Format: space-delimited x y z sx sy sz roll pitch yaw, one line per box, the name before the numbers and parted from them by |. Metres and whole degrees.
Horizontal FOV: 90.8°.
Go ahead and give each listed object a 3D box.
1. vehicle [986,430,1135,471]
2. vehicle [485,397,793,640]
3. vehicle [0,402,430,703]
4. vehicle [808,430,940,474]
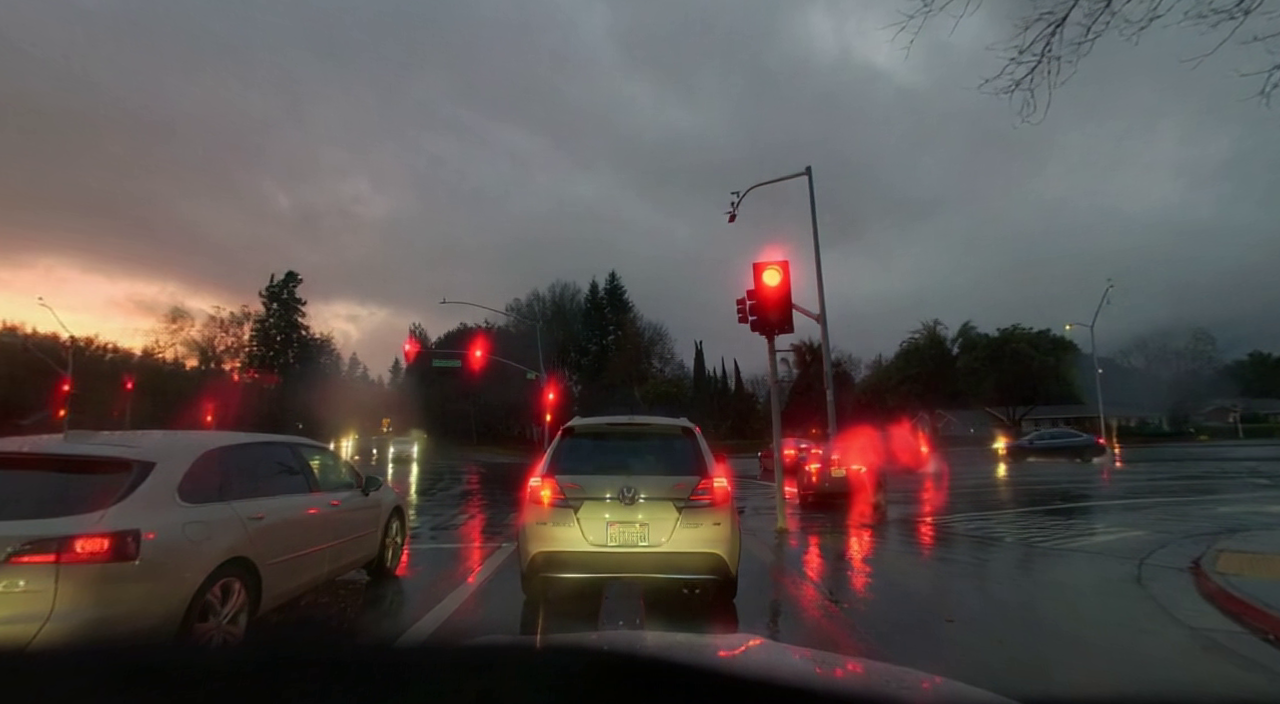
vehicle | 17.363 4.102 26.293 4.670 1.616 1.926 -1 -9 6
vehicle | -0.151 1.468 6.574 2.154 1.670 4.140 1 -9 -5
vehicle | -3.299 1.272 4.725 2.035 1.492 4.415 0 -9 -2
vehicle | 9.899 4.282 27.104 4.887 1.769 2.035 -1 -9 6
